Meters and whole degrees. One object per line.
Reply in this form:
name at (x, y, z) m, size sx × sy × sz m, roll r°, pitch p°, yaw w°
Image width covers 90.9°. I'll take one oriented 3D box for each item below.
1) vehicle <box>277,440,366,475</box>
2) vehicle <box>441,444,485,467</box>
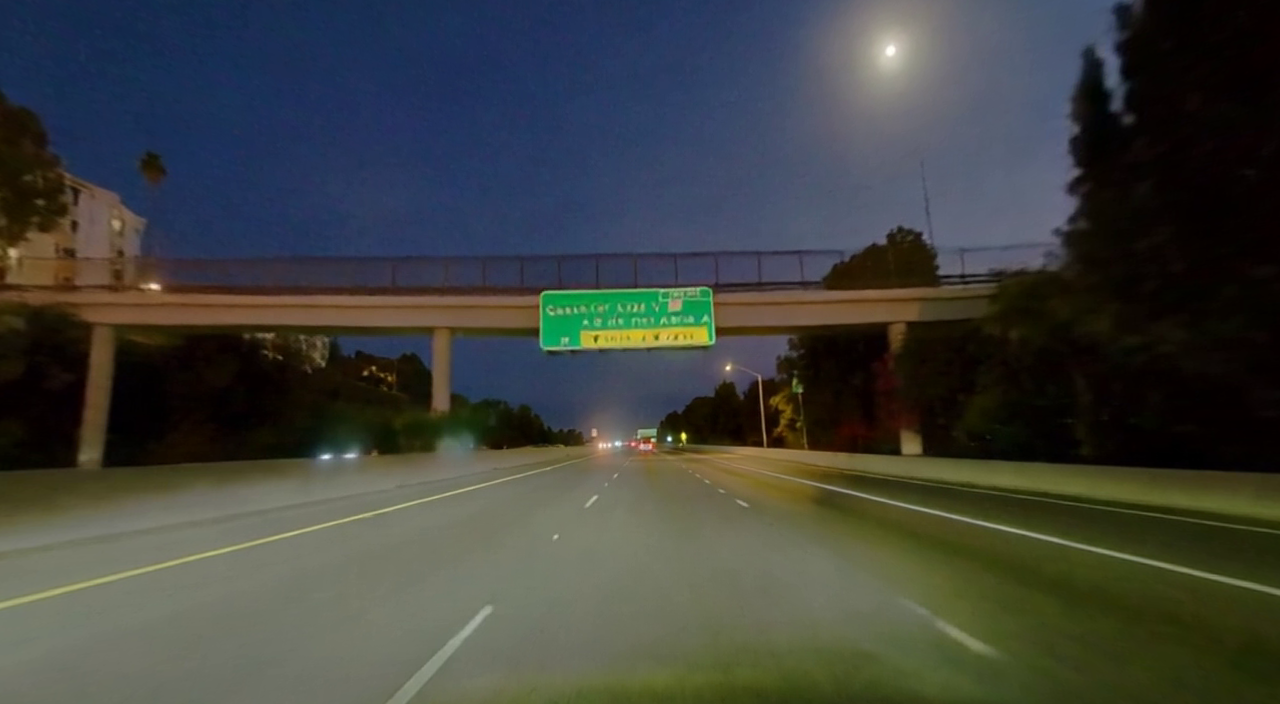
vehicle at (-17.871, 5.934, 35.698) m, size 2.382 × 1.833 × 4.949 m, roll 0°, pitch -8°, yaw 0°
vehicle at (-11.648, 6.823, 41.711) m, size 1.705 × 1.458 × 3.704 m, roll 0°, pitch -8°, yaw 1°
